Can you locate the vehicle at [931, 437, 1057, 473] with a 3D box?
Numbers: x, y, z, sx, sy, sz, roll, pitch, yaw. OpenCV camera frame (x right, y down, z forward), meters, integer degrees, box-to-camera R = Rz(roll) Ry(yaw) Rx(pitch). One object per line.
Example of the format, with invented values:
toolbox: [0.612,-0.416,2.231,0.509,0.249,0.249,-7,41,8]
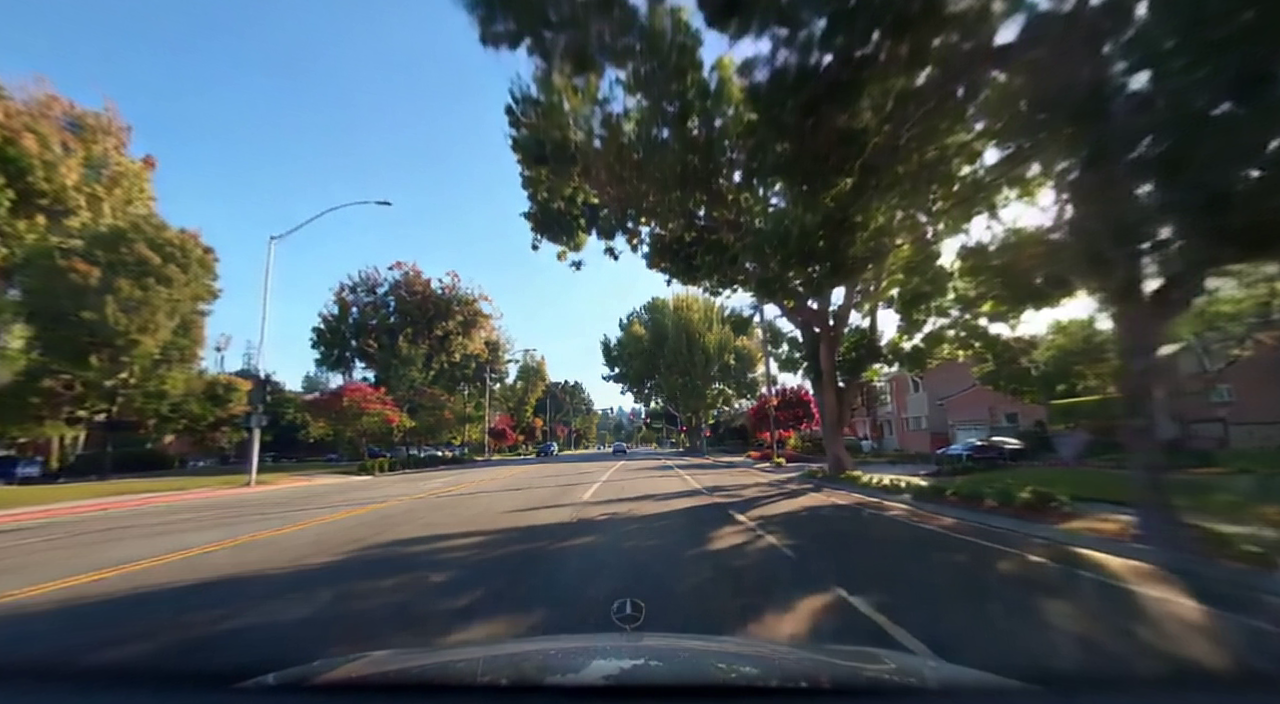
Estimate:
vehicle: [14.697,4.289,26.417,4.253,1.397,1.717,-3,-9,18]
